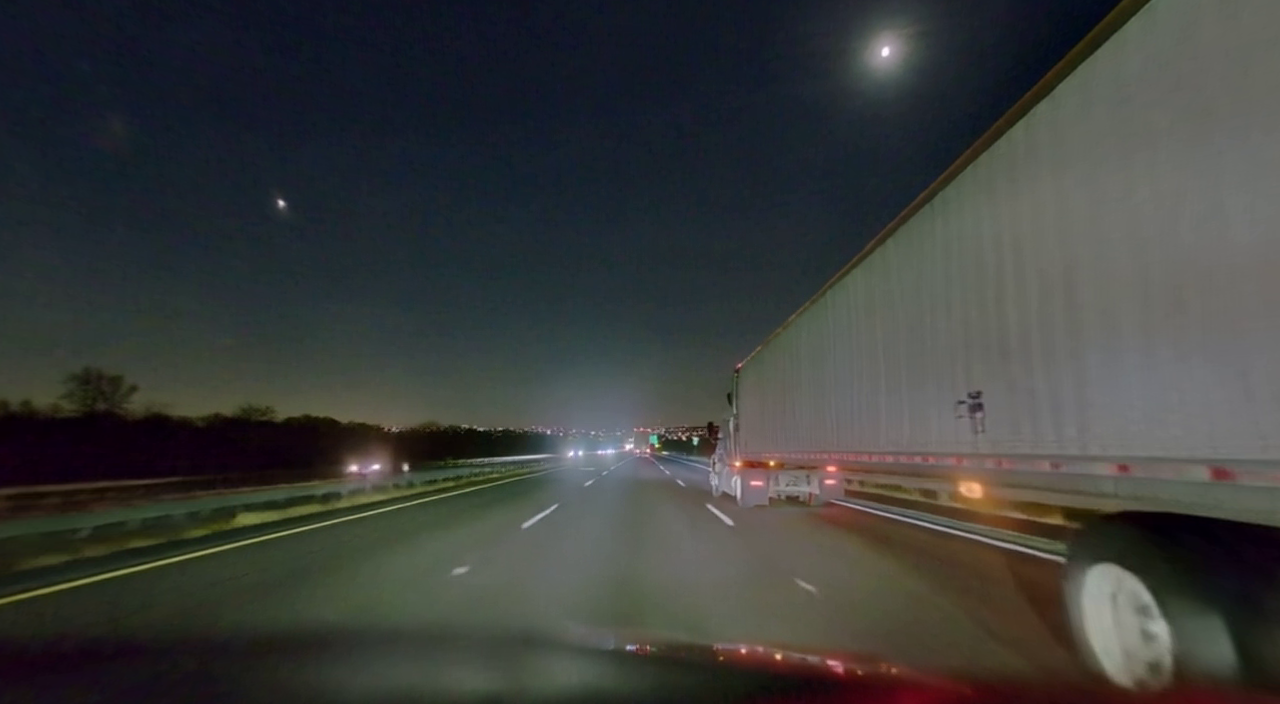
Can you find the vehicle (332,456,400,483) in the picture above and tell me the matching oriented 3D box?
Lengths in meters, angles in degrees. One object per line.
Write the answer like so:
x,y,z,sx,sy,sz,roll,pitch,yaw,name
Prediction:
-16.763,7.193,38.843,2.016,1.475,4.678,0,-9,1,vehicle
